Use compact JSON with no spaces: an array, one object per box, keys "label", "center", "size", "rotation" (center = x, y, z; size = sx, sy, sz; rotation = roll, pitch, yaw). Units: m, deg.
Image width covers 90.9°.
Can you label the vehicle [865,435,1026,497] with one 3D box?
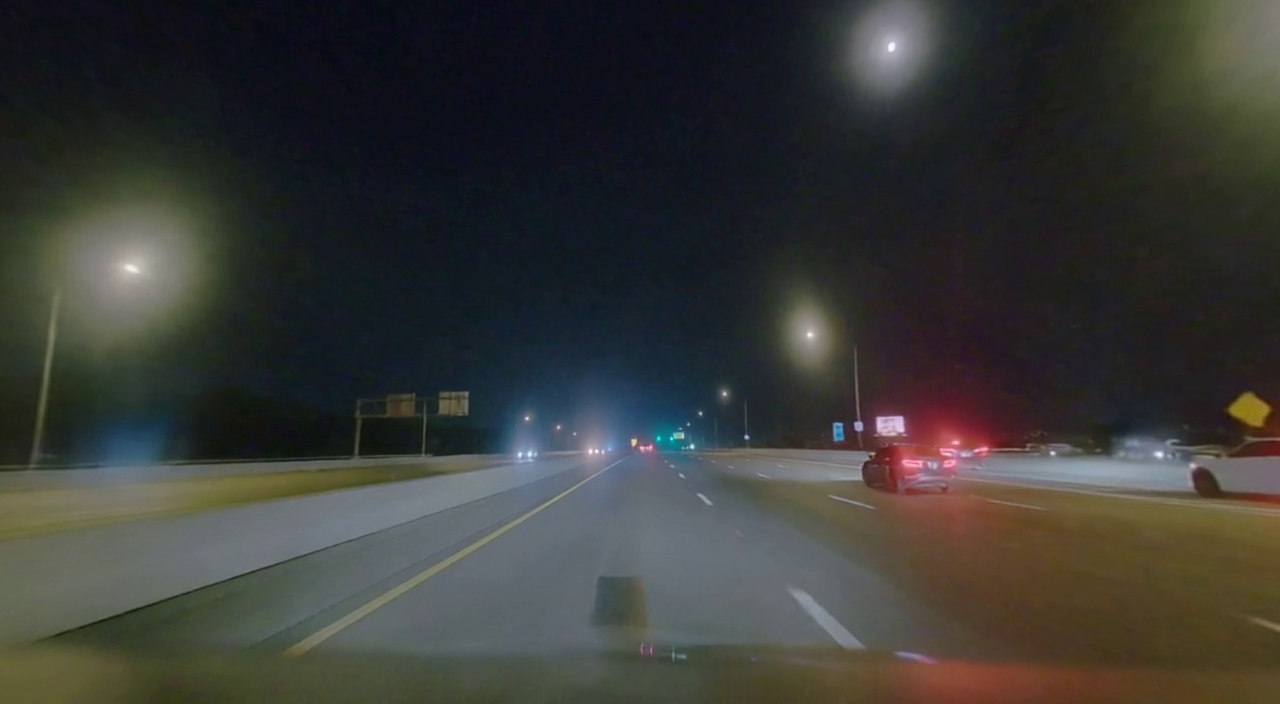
[{"label":"vehicle","center":[8.429,3.177,18.048],"size":[2.093,1.525,4.865],"rotation":[0,-8,-1]}]
